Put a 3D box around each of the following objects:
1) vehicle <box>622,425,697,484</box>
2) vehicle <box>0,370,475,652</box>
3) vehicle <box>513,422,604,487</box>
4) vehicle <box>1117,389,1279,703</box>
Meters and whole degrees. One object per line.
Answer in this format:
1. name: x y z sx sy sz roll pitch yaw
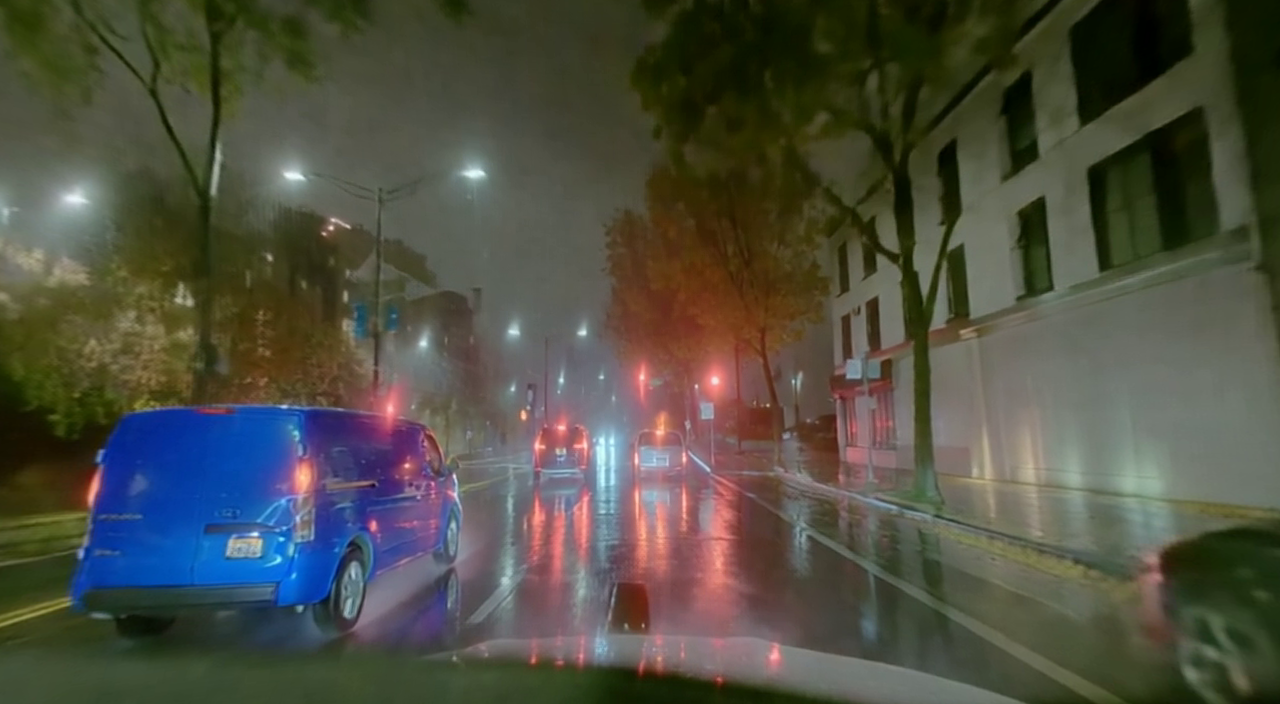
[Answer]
1. vehicle: 0.626 3.329 20.735 2.205 1.727 3.917 0 -8 2
2. vehicle: -3.039 1.236 5.845 1.940 1.722 3.823 0 -8 0
3. vehicle: -2.408 3.168 19.835 2.124 1.799 4.587 0 -8 2
4. vehicle: 3.529 0.692 1.062 2.067 1.479 4.409 0 -8 2
